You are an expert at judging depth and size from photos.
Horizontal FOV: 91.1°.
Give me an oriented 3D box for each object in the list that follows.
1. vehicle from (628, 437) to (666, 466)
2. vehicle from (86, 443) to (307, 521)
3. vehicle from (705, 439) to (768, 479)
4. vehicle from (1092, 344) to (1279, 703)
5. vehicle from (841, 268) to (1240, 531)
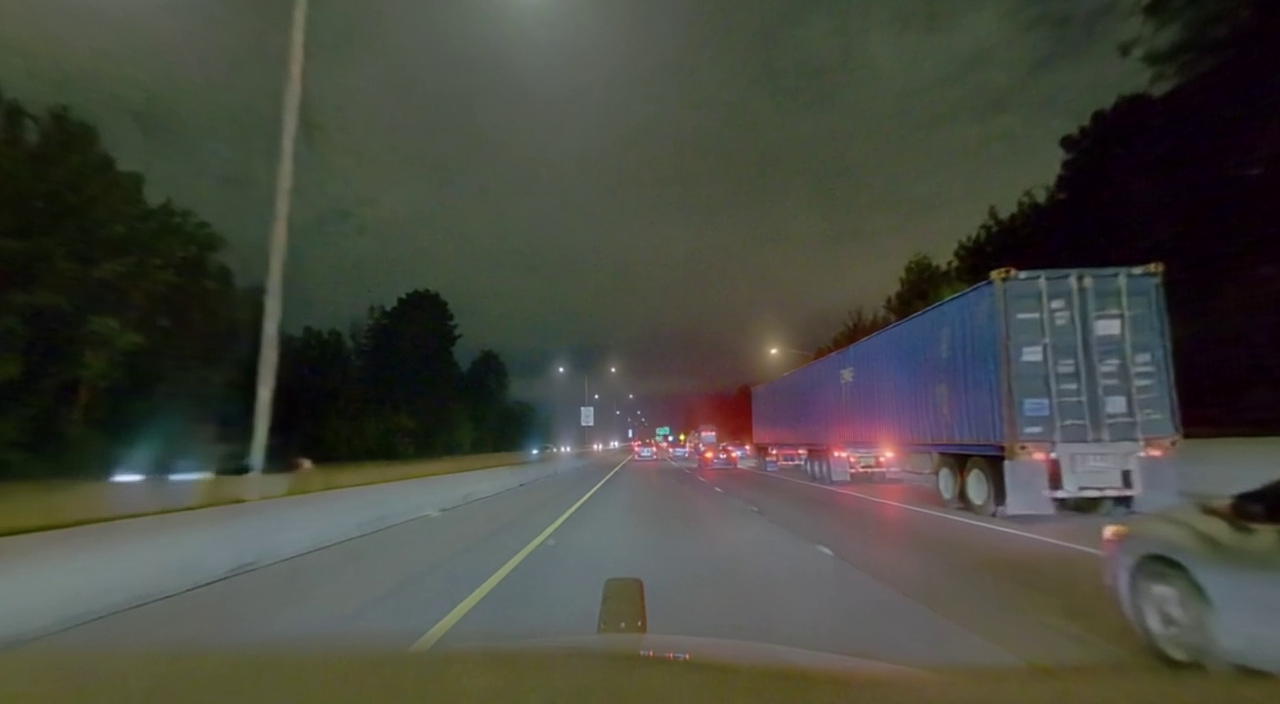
[{"bbox_3d":[0.475,6.449,40.885,2.313,1.736,4.215,0,-8,1],"label":"vehicle"},{"bbox_3d":[-10.300,2.987,15.142,1.986,1.581,4.469,0,-8,1],"label":"vehicle"},{"bbox_3d":[3.924,4.413,26.291,1.888,1.501,4.608,0,-8,0],"label":"vehicle"},{"bbox_3d":[3.774,0.671,1.712,1.972,1.693,4.139,0,-8,0],"label":"vehicle"},{"bbox_3d":[7.466,1.331,14.148,2.784,4.002,9.298,0,-8,0],"label":"vehicle"}]
